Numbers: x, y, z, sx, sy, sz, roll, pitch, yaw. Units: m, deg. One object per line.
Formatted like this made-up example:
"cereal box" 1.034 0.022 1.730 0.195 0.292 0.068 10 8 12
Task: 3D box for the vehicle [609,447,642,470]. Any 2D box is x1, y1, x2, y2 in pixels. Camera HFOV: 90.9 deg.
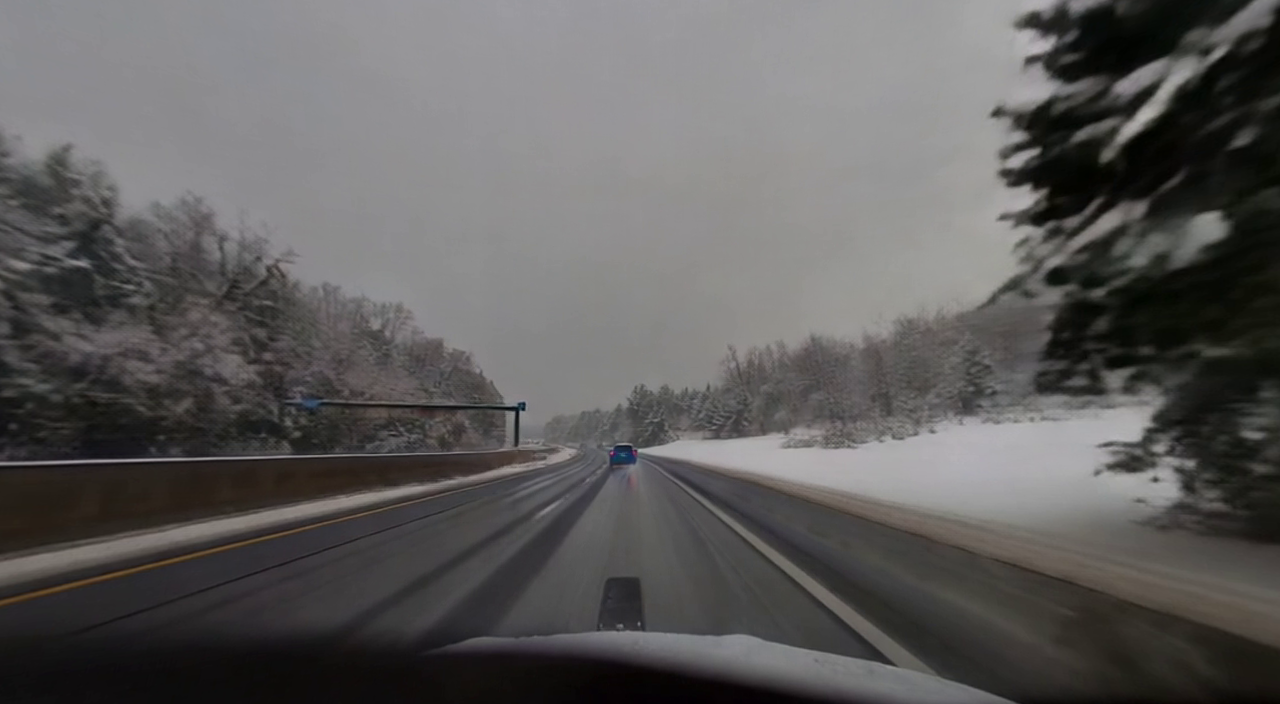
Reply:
"vehicle" -1.008 7.187 42.684 2.126 1.411 4.433 0 -9 -1
